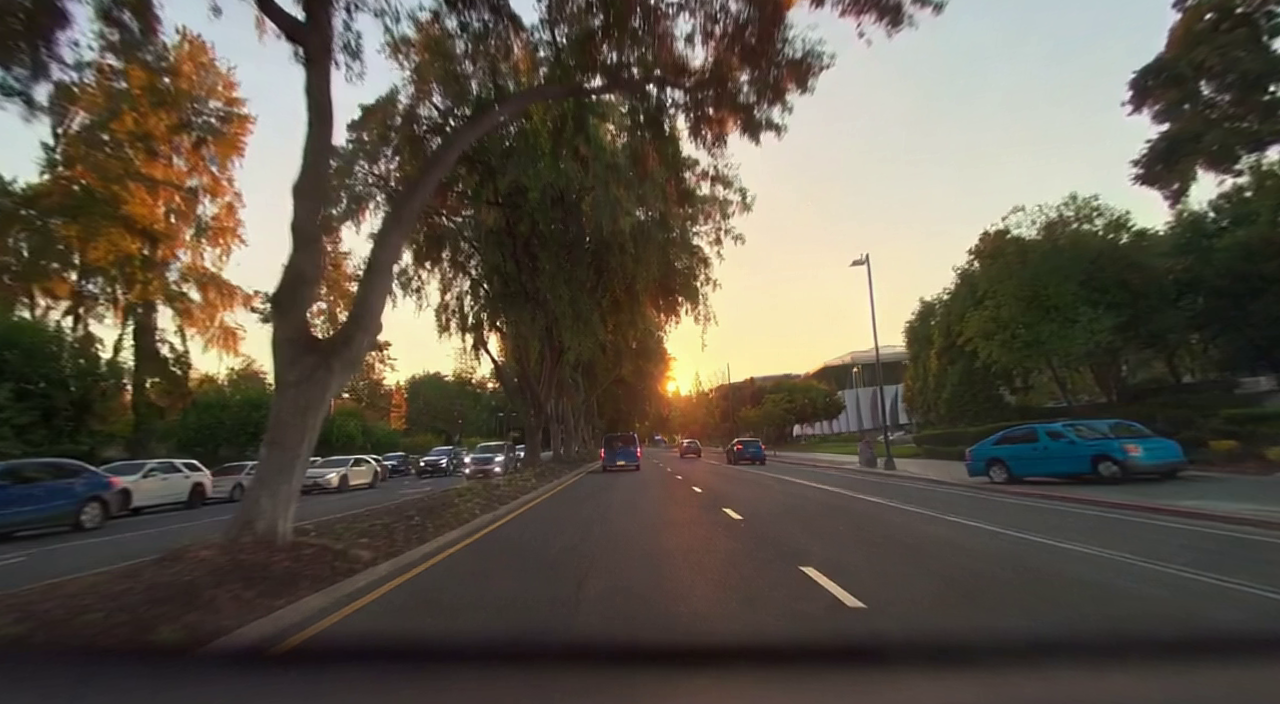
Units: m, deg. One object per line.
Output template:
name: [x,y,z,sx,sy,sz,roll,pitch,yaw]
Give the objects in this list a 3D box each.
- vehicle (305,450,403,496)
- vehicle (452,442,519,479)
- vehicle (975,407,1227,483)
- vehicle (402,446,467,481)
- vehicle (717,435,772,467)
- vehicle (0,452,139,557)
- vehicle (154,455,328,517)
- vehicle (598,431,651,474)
vehicle: [-11.310,4.780,25.356,2.025,1.651,4.097,0,-8,0]
vehicle: [-8.191,5.793,34.077,2.184,1.824,5.418,0,-8,0]
vehicle: [12.169,2.540,17.147,4.932,1.738,2.080,-5,-8,15]
vehicle: [-11.389,6.190,35.364,2.093,1.816,4.559,0,-8,0]
vehicle: [6.224,5.998,38.351,2.364,1.781,4.854,0,-8,-2]
vehicle: [-11.629,2.667,11.238,1.944,1.698,4.329,0,-8,-2]
vehicle: [-11.532,3.862,18.772,2.107,1.524,4.697,0,-8,0]
vehicle: [-0.772,5.022,31.728,2.411,1.937,5.186,0,-8,-1]
